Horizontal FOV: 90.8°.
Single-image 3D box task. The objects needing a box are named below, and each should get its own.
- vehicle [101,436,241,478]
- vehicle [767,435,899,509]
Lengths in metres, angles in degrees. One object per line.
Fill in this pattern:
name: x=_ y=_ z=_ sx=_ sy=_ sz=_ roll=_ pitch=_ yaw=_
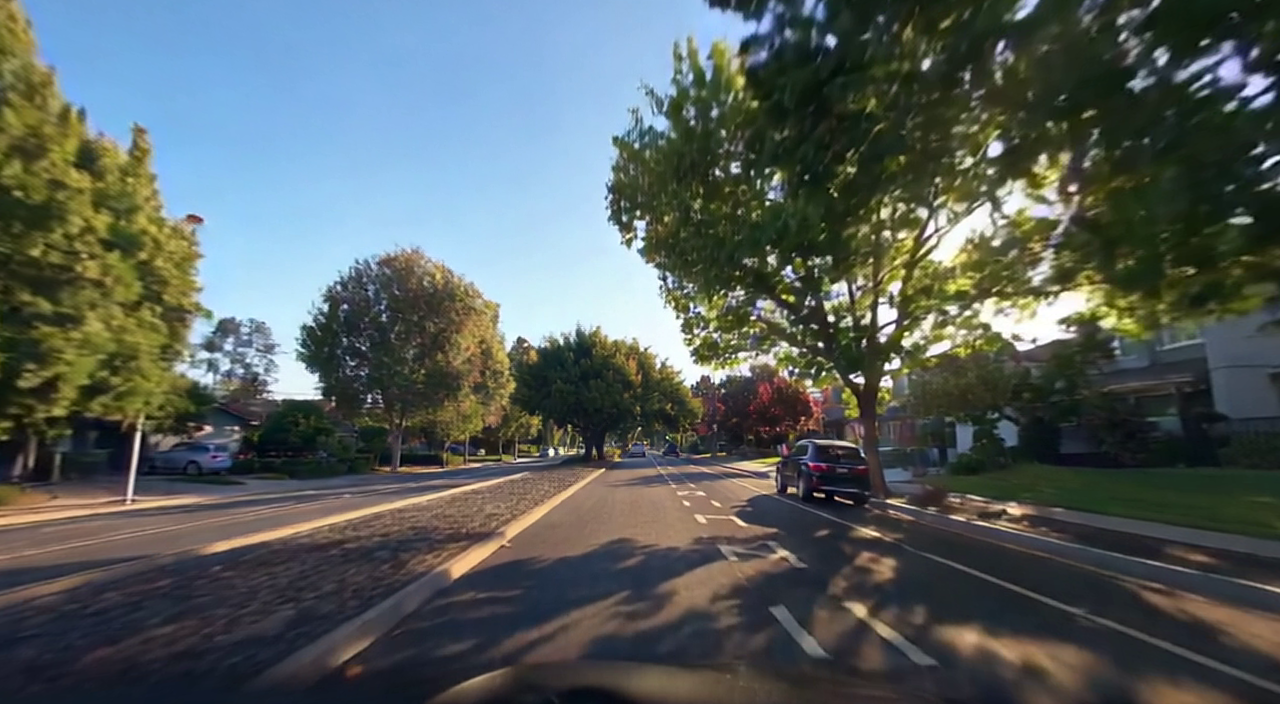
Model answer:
vehicle: x=-21.243 y=4.766 z=28.787 sx=4.666 sy=1.677 sz=1.978 roll=3 pitch=-9 yaw=-2
vehicle: x=4.837 y=3.058 z=16.650 sx=1.967 sy=1.631 sz=4.692 roll=0 pitch=-8 yaw=0
